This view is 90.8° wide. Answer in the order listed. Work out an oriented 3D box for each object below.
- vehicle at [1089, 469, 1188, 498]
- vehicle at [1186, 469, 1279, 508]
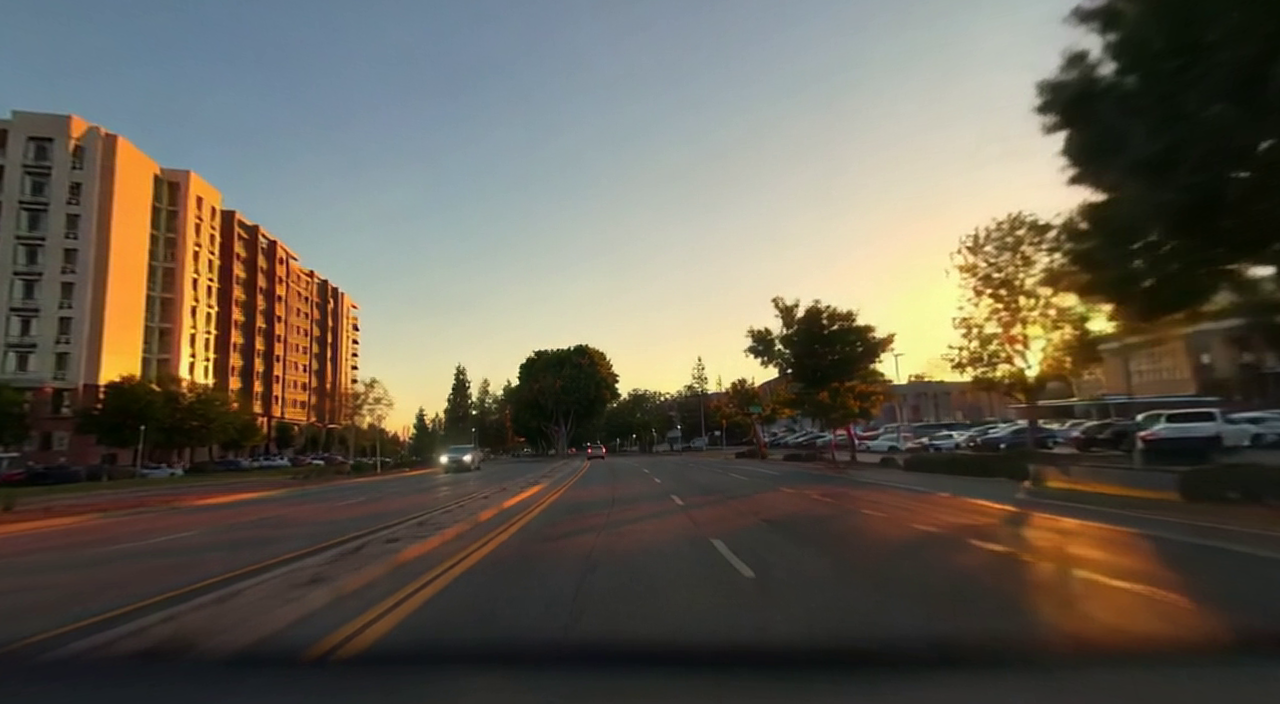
[{"bbox_3d":[31.158,8.214,39.567,4.391,1.683,1.945,-1,-9,3],"label":"vehicle"},{"bbox_3d":[30.541,6.728,31.227,4.999,1.747,2.000,-1,-9,4],"label":"vehicle"}]
